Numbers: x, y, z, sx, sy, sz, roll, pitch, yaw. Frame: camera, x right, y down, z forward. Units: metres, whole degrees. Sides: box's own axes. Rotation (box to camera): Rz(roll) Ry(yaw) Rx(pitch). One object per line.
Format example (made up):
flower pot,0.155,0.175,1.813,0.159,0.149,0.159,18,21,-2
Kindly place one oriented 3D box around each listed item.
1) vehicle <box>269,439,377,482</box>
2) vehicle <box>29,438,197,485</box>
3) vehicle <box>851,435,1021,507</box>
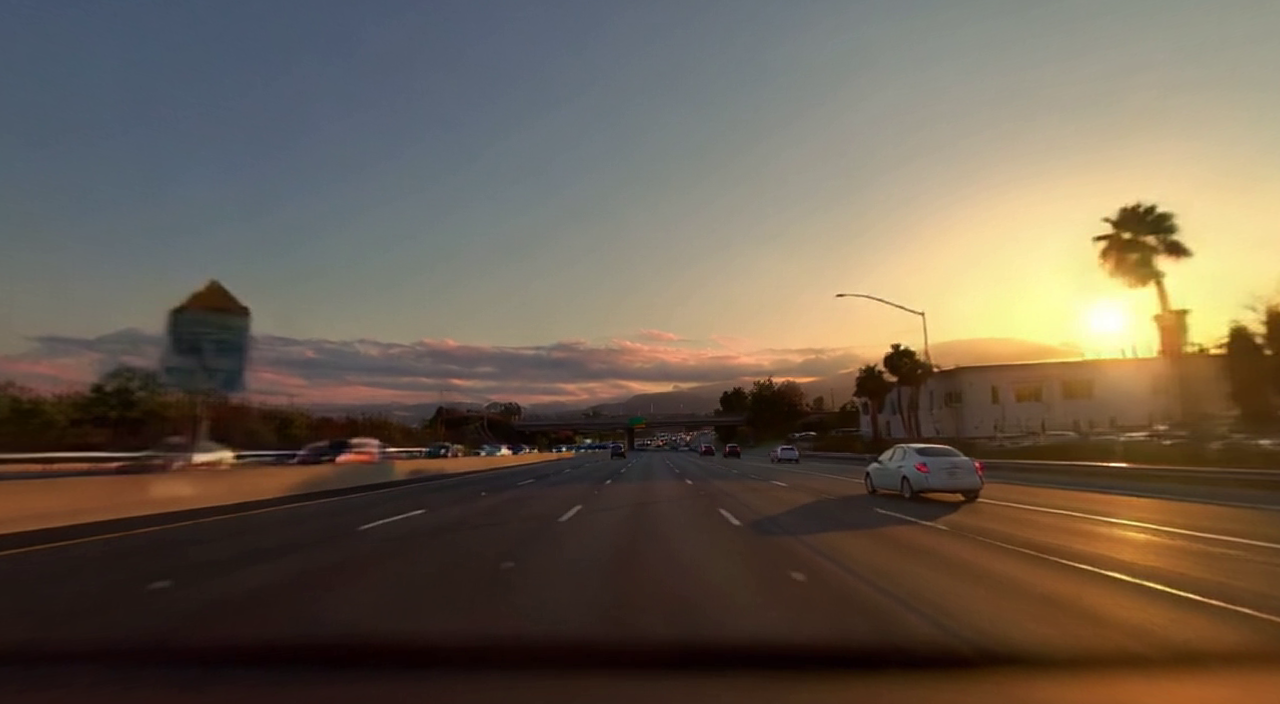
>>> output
vehicle,-11.915,4.086,24.051,1.827,1.457,4.173,0,-8,1
vehicle,-18.771,3.908,22.844,1.872,1.484,4.776,0,-8,1
vehicle,7.264,2.954,16.145,2.071,1.543,4.702,0,-8,0
